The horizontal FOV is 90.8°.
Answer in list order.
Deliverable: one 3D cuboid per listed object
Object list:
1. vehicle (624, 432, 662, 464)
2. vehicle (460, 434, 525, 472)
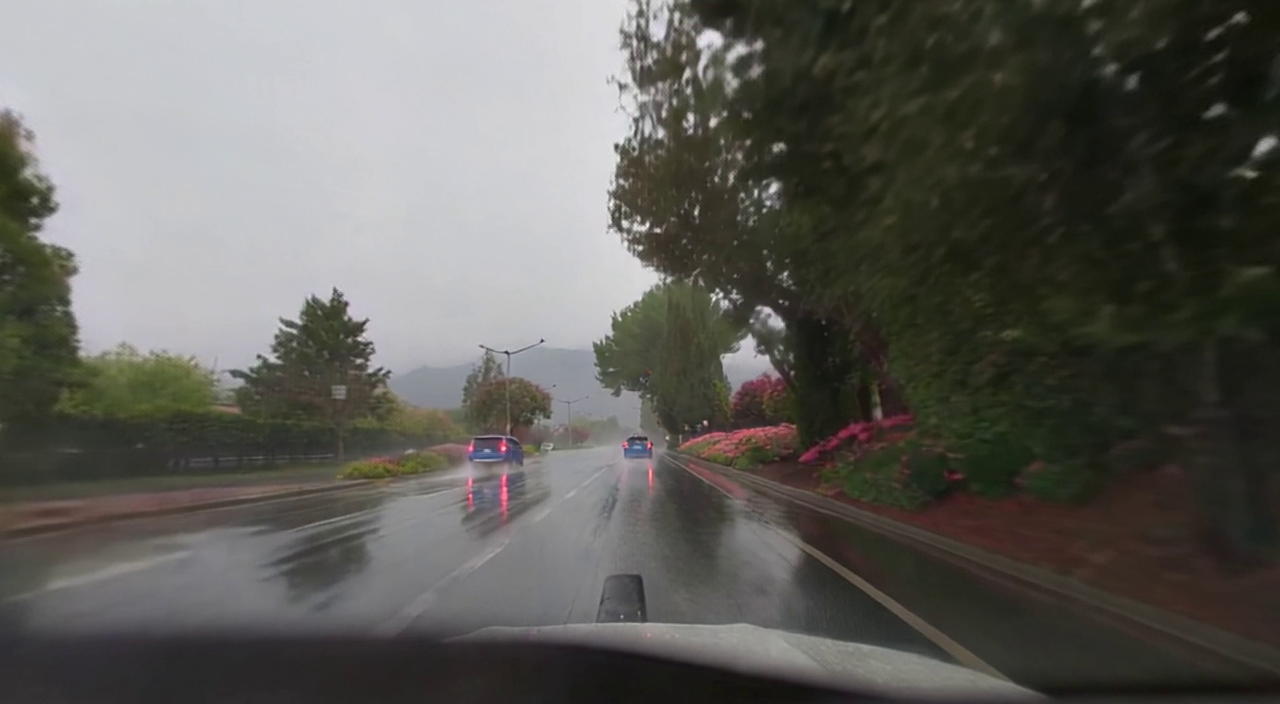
[{"bbox_3d":[0.203,5.616,37.056,2.070,1.764,4.552,-1,-8,1],"label":"vehicle"},{"bbox_3d":[-6.971,4.815,30.386,1.993,1.657,4.487,-1,-8,1],"label":"vehicle"}]
